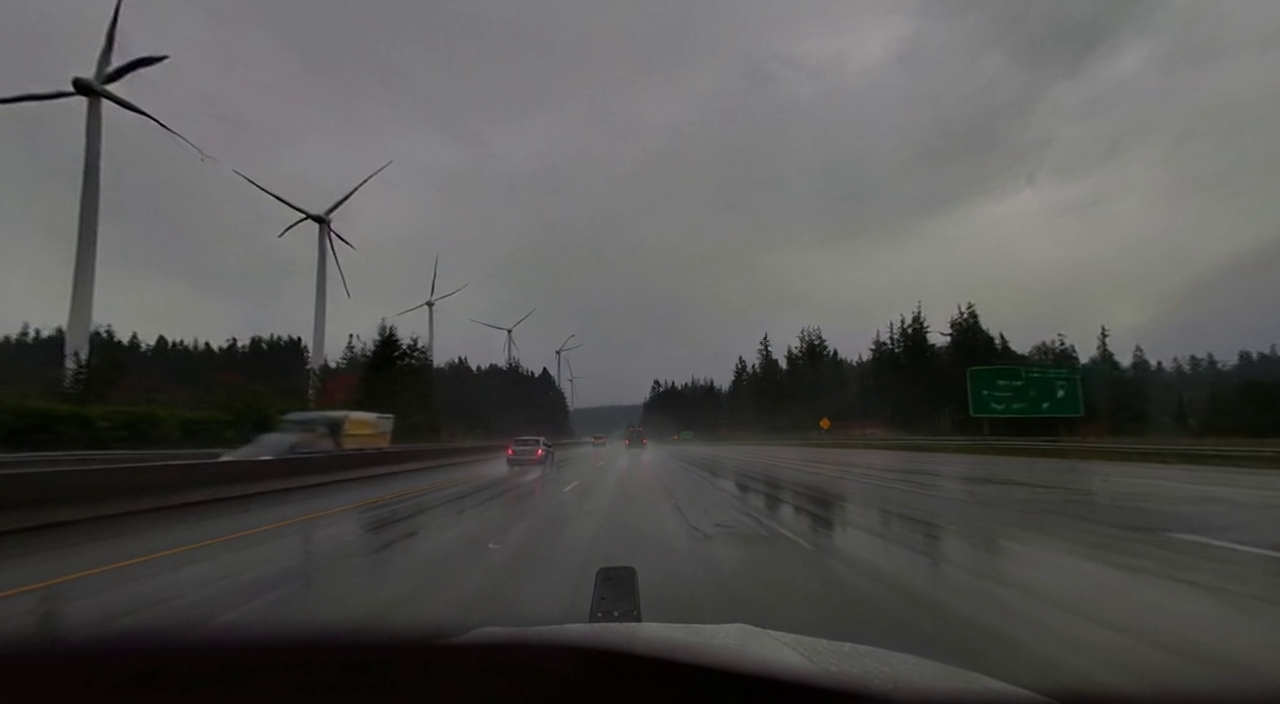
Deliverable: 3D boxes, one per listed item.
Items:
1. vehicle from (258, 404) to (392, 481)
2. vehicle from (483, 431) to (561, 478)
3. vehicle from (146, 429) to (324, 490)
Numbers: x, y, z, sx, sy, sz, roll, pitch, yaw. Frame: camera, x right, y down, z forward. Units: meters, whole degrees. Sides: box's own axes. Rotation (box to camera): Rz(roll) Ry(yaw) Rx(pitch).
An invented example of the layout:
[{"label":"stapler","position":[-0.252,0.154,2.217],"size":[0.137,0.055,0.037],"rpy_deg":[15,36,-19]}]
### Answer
[{"label":"vehicle","position":[-12.882,3.747,26.326],"size":[2.586,2.603,5.878],"rpy_deg":[-5,-8,0]},{"label":"vehicle","position":[-4.044,3.569,22.262],"size":[1.950,1.511,3.965],"rpy_deg":[0,-8,0]},{"label":"vehicle","position":[-12.703,3.379,20.267],"size":[2.755,1.635,4.555],"rpy_deg":[-2,-8,-1]}]
